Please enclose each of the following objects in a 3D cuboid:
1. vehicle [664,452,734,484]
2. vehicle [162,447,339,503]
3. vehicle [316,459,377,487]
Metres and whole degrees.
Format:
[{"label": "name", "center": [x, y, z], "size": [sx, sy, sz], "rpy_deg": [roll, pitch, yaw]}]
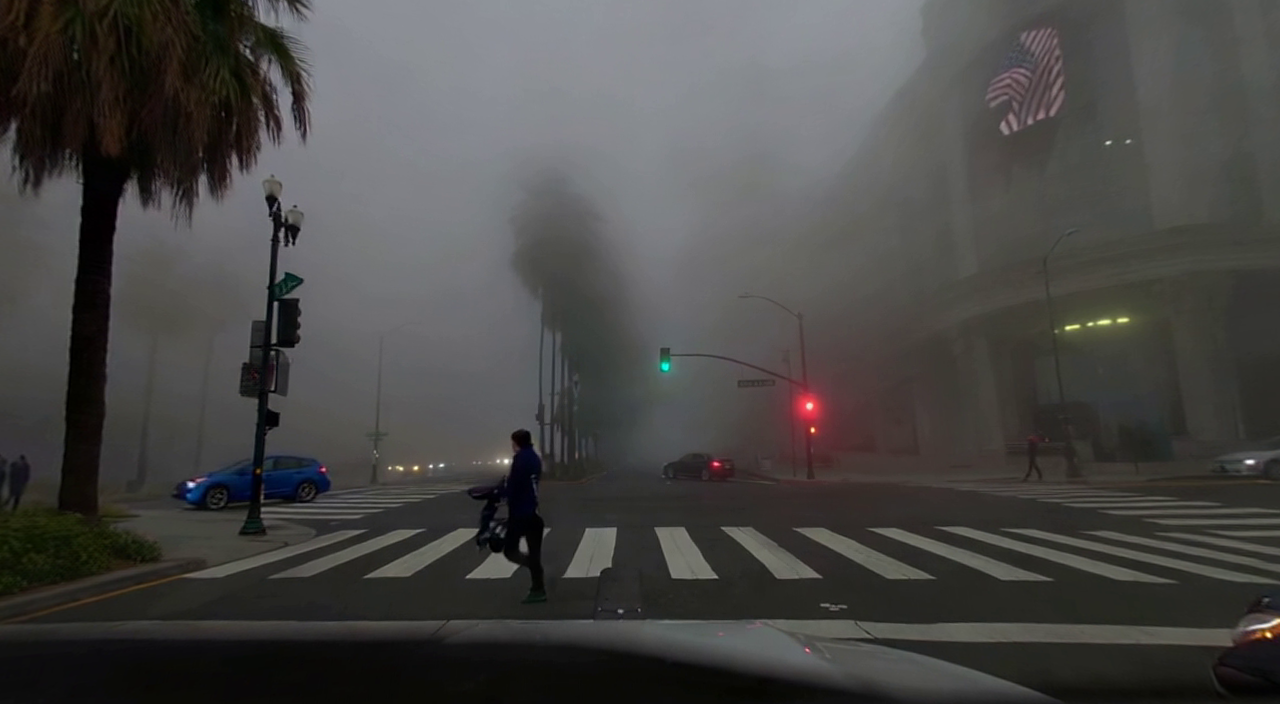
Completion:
[{"label": "vehicle", "center": [2.999, 6.001, 33.047], "size": [2.000, 1.525, 4.273], "rpy_deg": [3, -9, -19]}, {"label": "vehicle", "center": [-12.275, 3.872, 20.306], "size": [4.499, 1.594, 1.898], "rpy_deg": [3, -9, -23]}, {"label": "vehicle", "center": [-20.097, 8.262, 43.455], "size": [2.043, 1.745, 4.420], "rpy_deg": [0, -8, 0]}]
